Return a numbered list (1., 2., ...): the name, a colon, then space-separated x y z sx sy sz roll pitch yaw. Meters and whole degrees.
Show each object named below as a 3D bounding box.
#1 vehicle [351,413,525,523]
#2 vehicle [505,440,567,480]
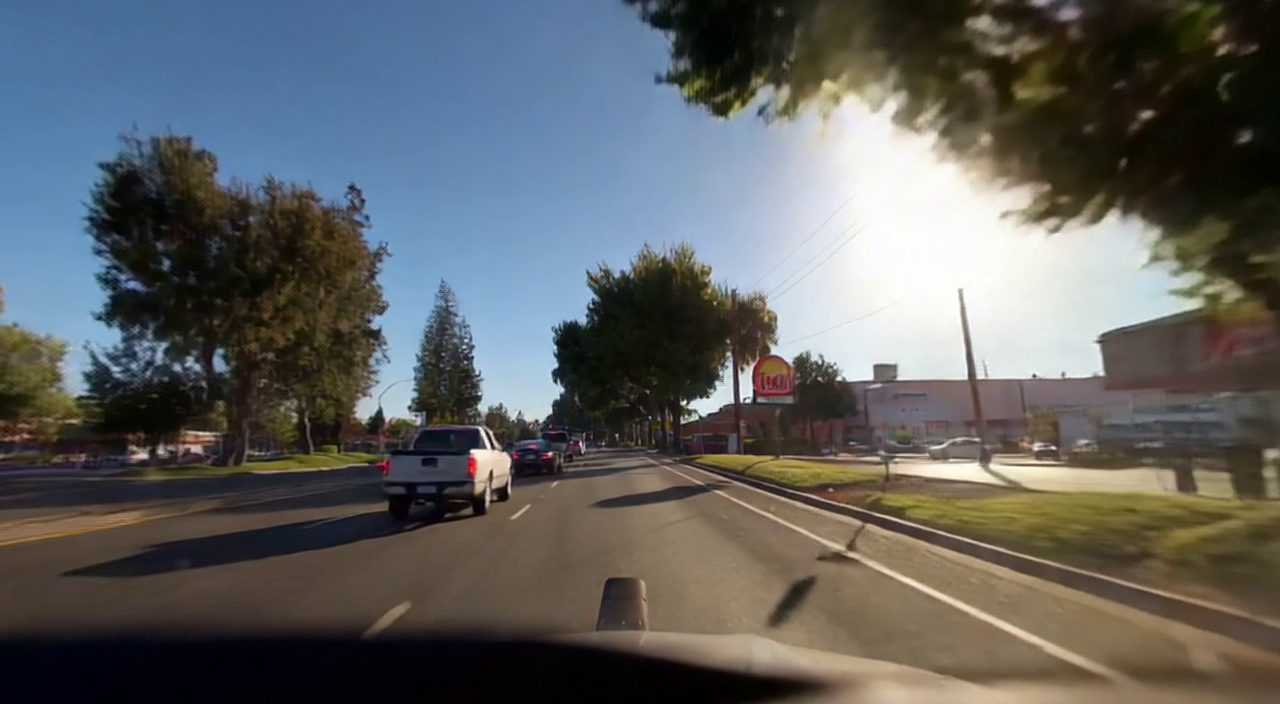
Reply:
1. vehicle: -4.004 2.396 13.573 2.222 1.899 5.006 0 -8 -2
2. vehicle: -4.051 4.254 25.099 2.113 1.446 4.309 1 -8 -5
